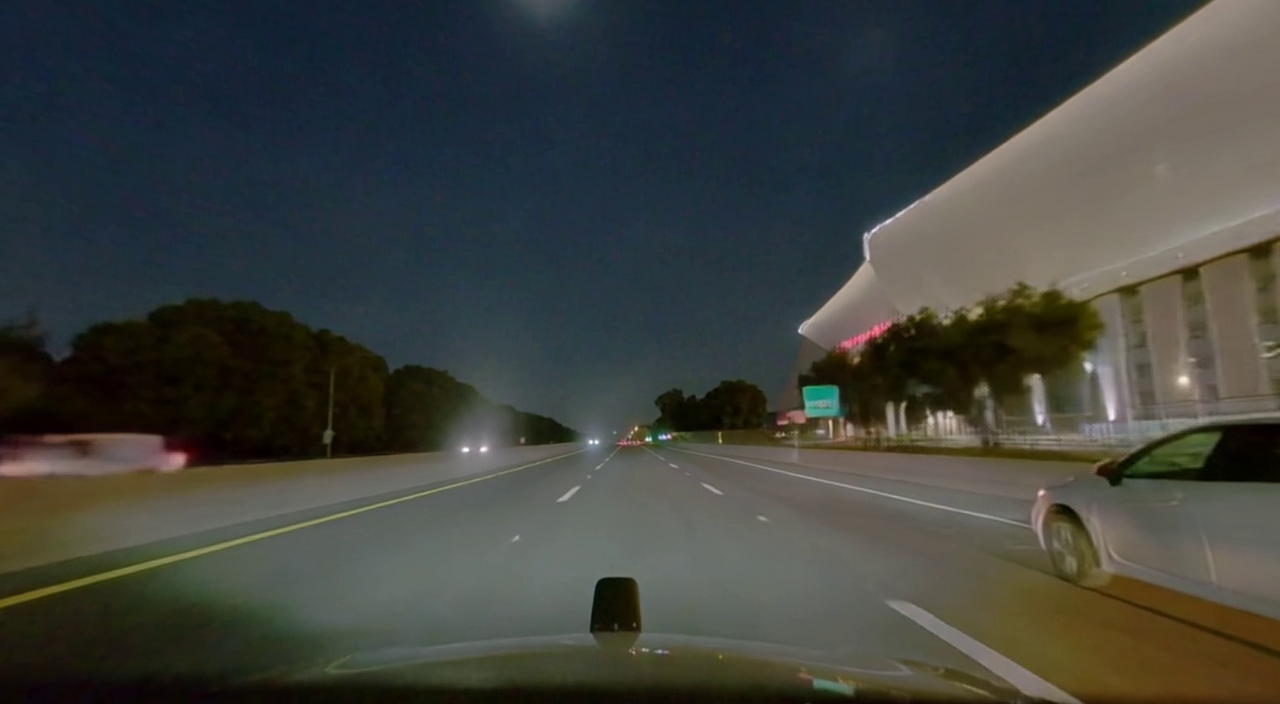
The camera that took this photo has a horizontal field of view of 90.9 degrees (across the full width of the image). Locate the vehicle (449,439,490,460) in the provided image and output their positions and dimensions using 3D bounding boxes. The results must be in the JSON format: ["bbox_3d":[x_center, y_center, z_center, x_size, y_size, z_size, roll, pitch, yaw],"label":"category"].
[{"bbox_3d":[-12.641,7.246,46.965,1.902,1.454,4.229,0,-8,1],"label":"vehicle"}]

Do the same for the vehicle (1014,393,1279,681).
[{"bbox_3d":[4.613,1.032,3.536,2.095,1.587,4.638,0,-8,-1],"label":"vehicle"}]
